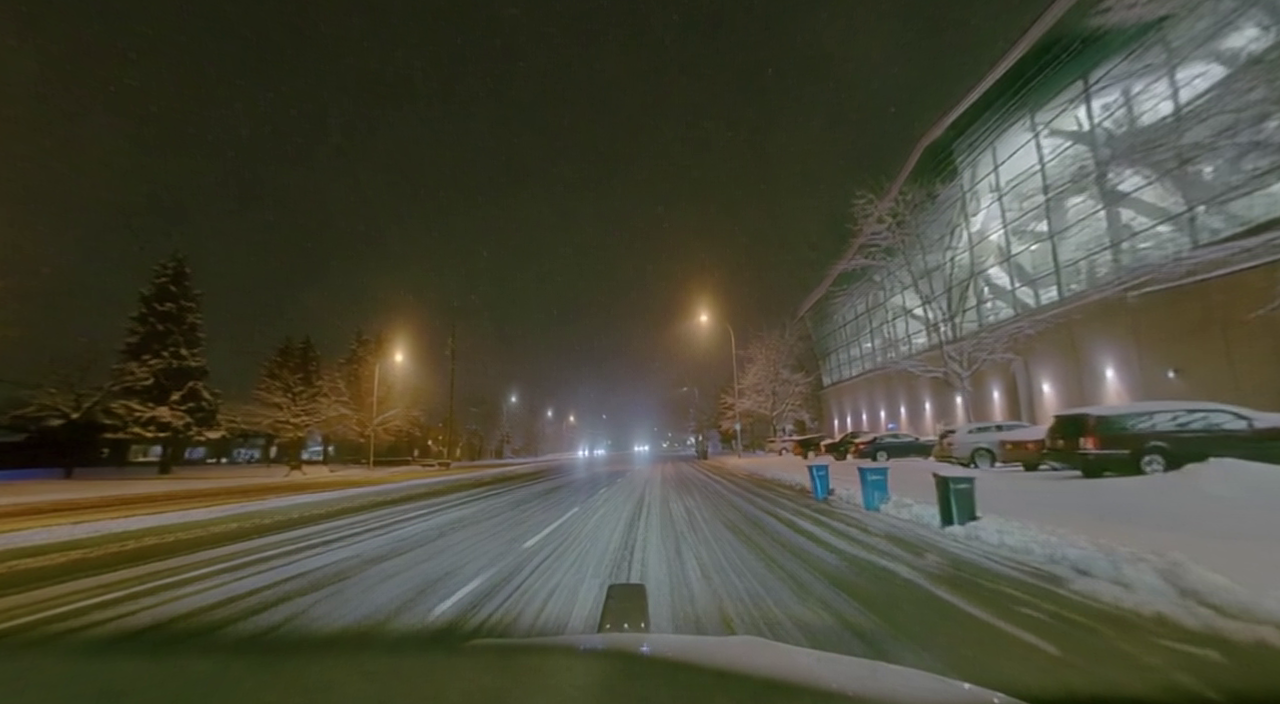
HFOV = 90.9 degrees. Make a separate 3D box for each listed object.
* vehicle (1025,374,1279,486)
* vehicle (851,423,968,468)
[{"bbox_3d":[12.364,1.785,14.644,5.136,1.945,2.153,-7,-9,3],"label":"vehicle"},{"bbox_3d":[12.638,4.422,29.774,4.478,1.578,1.944,-6,-9,2],"label":"vehicle"}]
